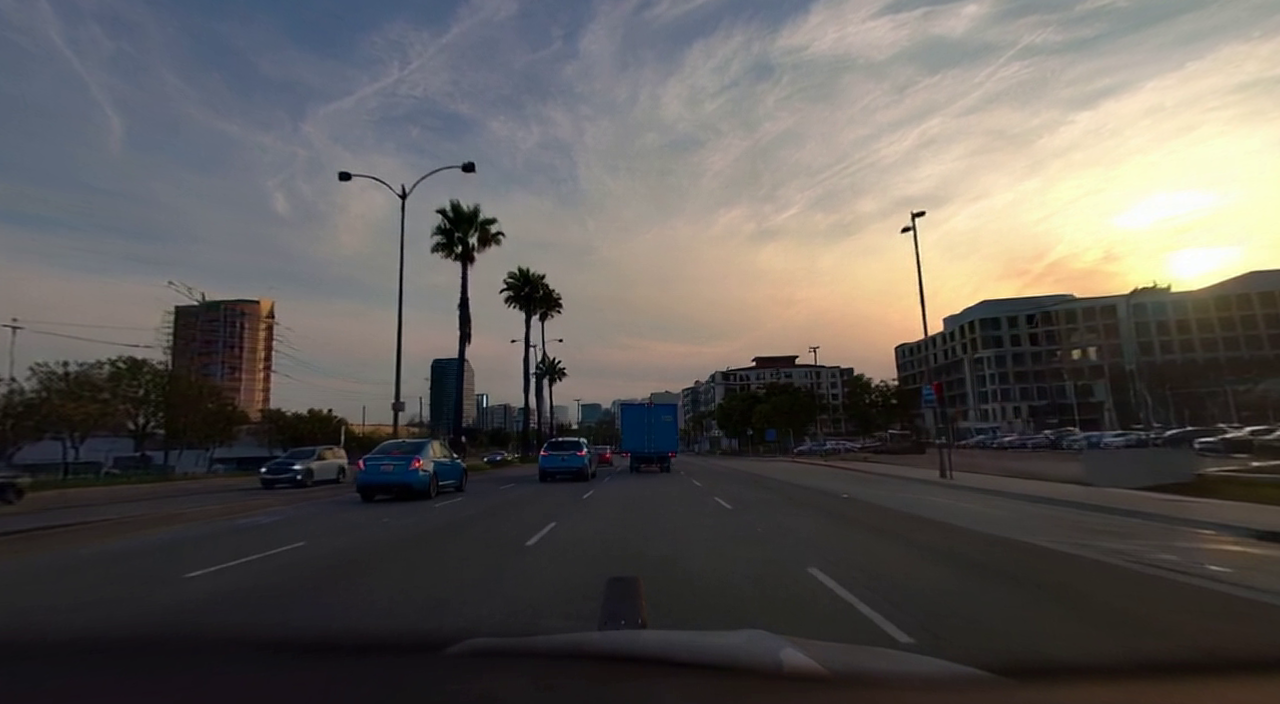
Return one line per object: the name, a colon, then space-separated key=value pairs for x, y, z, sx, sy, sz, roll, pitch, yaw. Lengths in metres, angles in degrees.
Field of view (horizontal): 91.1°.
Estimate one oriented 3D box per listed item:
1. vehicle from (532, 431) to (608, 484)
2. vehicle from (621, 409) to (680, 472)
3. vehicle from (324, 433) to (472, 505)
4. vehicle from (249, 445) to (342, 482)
vehicle: x=-2.549 y=4.009 z=24.195 sx=2.178 sy=1.826 sz=4.933 roll=0 pitch=-9 yaw=2
vehicle: x=0.602 y=5.040 z=35.646 sx=2.993 sy=3.235 sz=6.692 roll=0 pitch=-9 yaw=1
vehicle: x=-6.220 y=3.051 z=16.846 sx=2.045 sy=1.630 sz=4.680 roll=0 pitch=-9 yaw=1
vehicle: x=-17.844 y=5.771 z=32.844 sx=2.108 sy=1.761 sz=4.664 roll=0 pitch=-9 yaw=1
